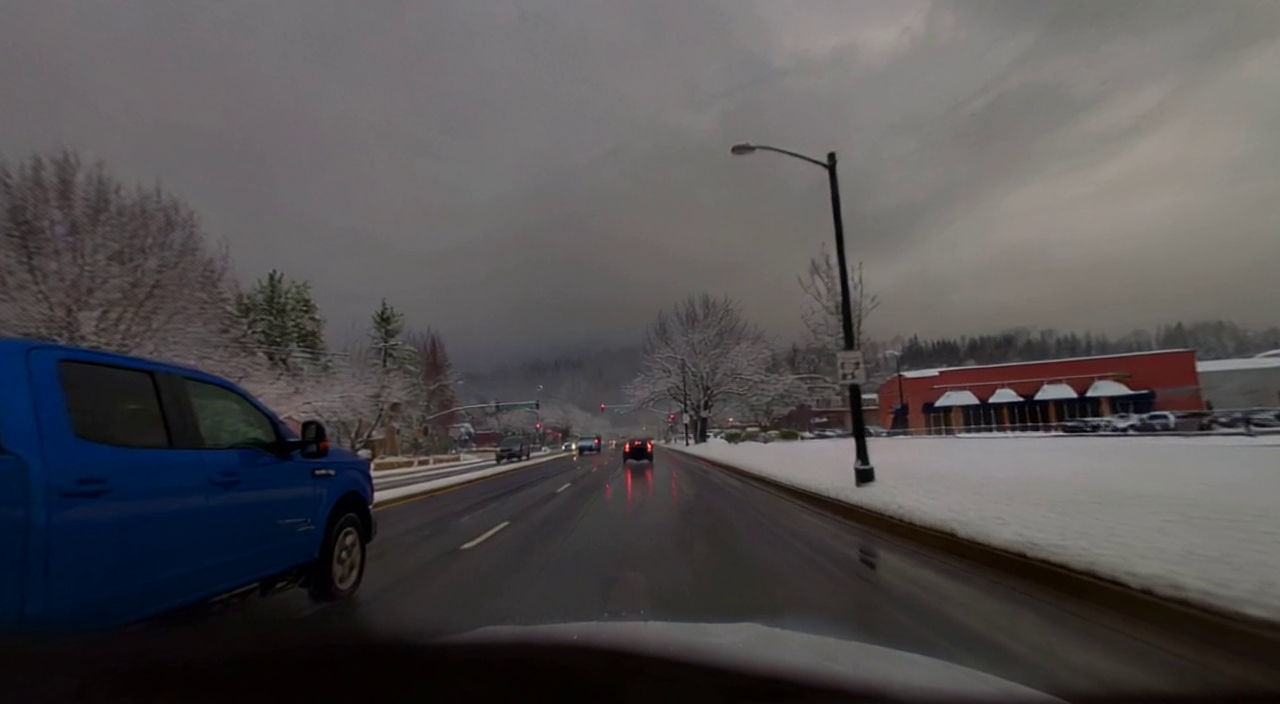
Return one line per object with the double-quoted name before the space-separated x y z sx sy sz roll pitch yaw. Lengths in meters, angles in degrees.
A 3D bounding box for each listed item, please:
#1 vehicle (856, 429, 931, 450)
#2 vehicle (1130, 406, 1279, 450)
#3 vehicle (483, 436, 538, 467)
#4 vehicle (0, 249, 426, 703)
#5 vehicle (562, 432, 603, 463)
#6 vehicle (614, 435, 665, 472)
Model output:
"vehicle" 19.285 6.687 47.804 5.025 1.475 1.956 -5 -10 29
"vehicle" 22.753 3.062 24.946 4.767 1.443 1.978 -7 -11 29
"vehicle" -7.868 6.123 38.702 2.146 1.788 5.153 0 -9 2
"vehicle" -3.576 0.759 2.848 2.552 2.079 6.810 0 -9 2
"vehicle" -3.817 6.397 42.152 2.243 1.976 4.514 0 -9 1
"vehicle" -0.062 4.699 29.235 2.191 1.530 4.470 0 -9 -1
